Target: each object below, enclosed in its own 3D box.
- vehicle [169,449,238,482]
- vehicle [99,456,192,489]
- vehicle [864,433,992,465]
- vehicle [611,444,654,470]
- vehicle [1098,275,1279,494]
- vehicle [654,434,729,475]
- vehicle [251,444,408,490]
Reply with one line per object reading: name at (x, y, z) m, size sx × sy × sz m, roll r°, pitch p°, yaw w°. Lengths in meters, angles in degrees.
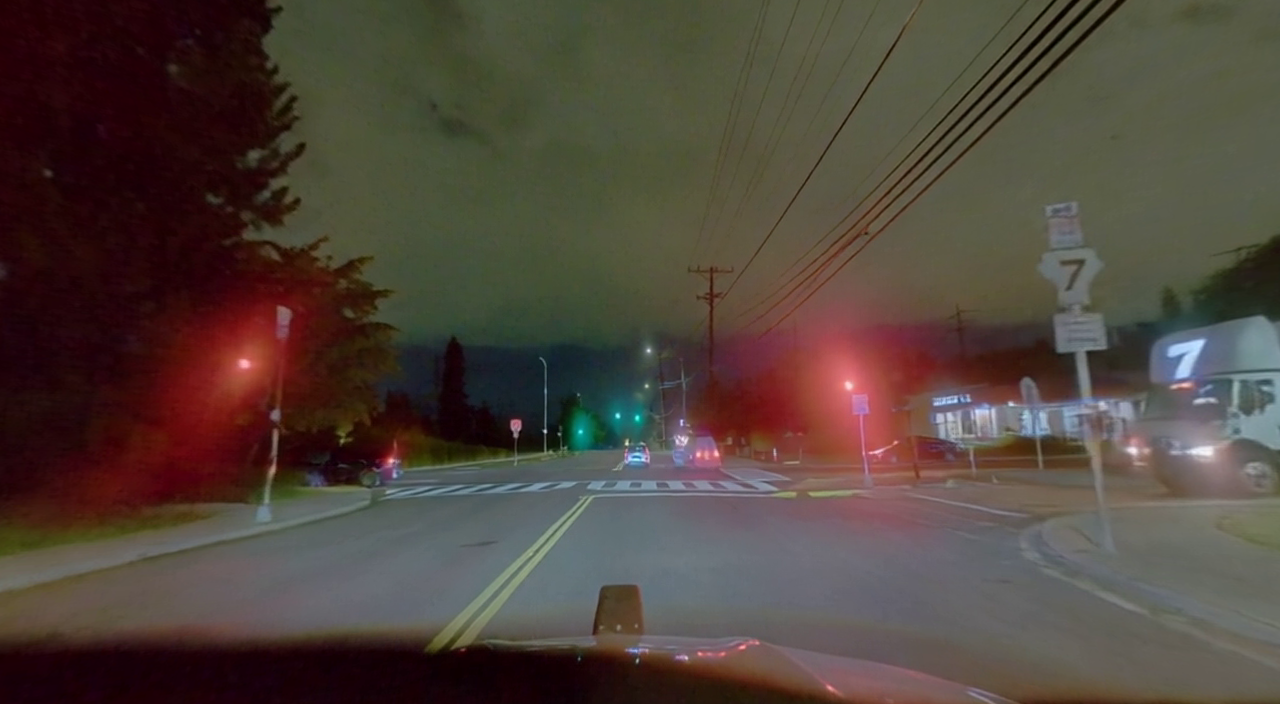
vehicle at (-30.339, 7.854, 44.088) m, size 2.087 × 2.103 × 4.490 m, roll 0°, pitch -9°, yaw -9°
vehicle at (-29.251, 7.108, 37.619) m, size 2.085 × 1.763 × 4.658 m, roll 1°, pitch -9°, yaw -6°
vehicle at (13.023, 4.419, 28.803) m, size 4.872 × 1.400 × 1.955 m, roll -1°, pitch -9°, yaw 3°
vehicle at (-0.519, 6.166, 37.453) m, size 1.874 × 1.427 × 3.976 m, roll 1°, pitch -9°, yaw -11°
vehicle at (15.125, 0.749, 12.461) m, size 9.897 × 3.821 × 2.789 m, roll 0°, pitch -8°, yaw -1°
vehicle at (2.476, 5.200, 32.231) m, size 2.553 × 1.868 × 5.536 m, roll 1°, pitch -9°, yaw -9°
vehicle at (-13.843, 5.127, 28.523) m, size 5.866 × 1.904 × 2.197 m, roll 1°, pitch -9°, yaw -6°
